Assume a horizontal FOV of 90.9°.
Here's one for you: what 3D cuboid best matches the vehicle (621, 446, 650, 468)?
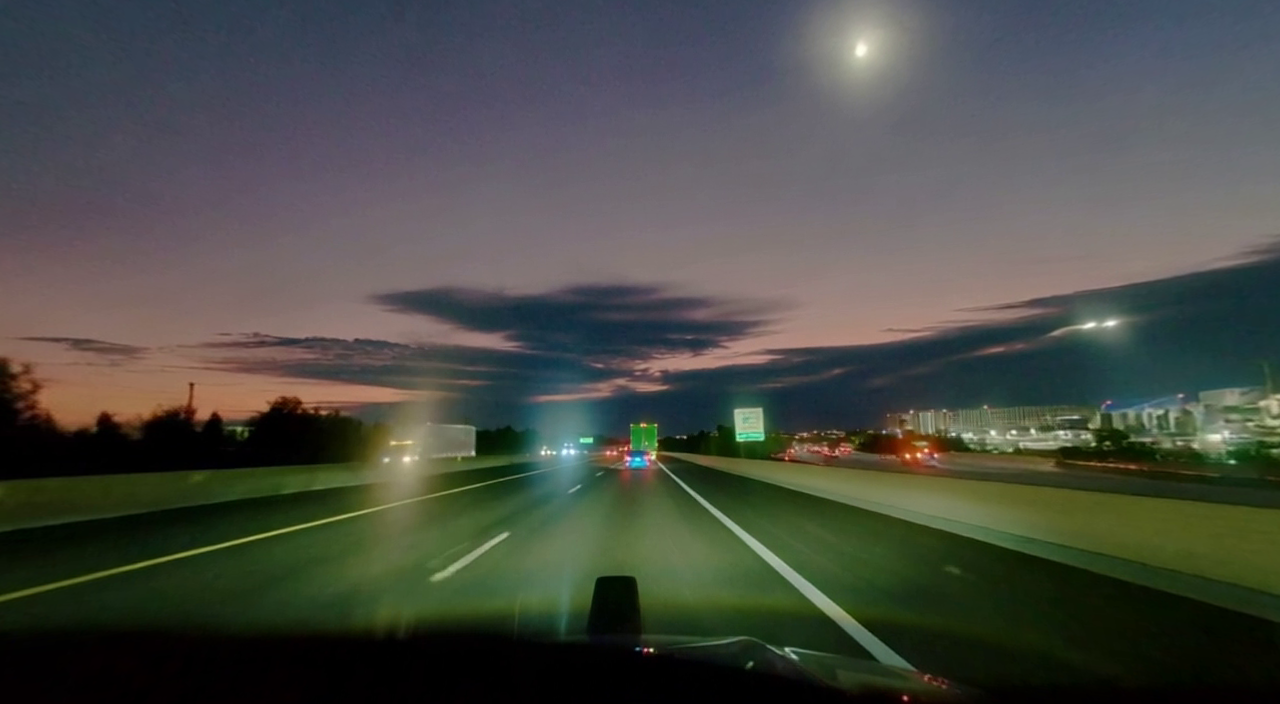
[{"bbox_3d":[-0.330,7.915,47.670,2.094,1.559,3.945,0,-9,0],"label":"vehicle"}]
